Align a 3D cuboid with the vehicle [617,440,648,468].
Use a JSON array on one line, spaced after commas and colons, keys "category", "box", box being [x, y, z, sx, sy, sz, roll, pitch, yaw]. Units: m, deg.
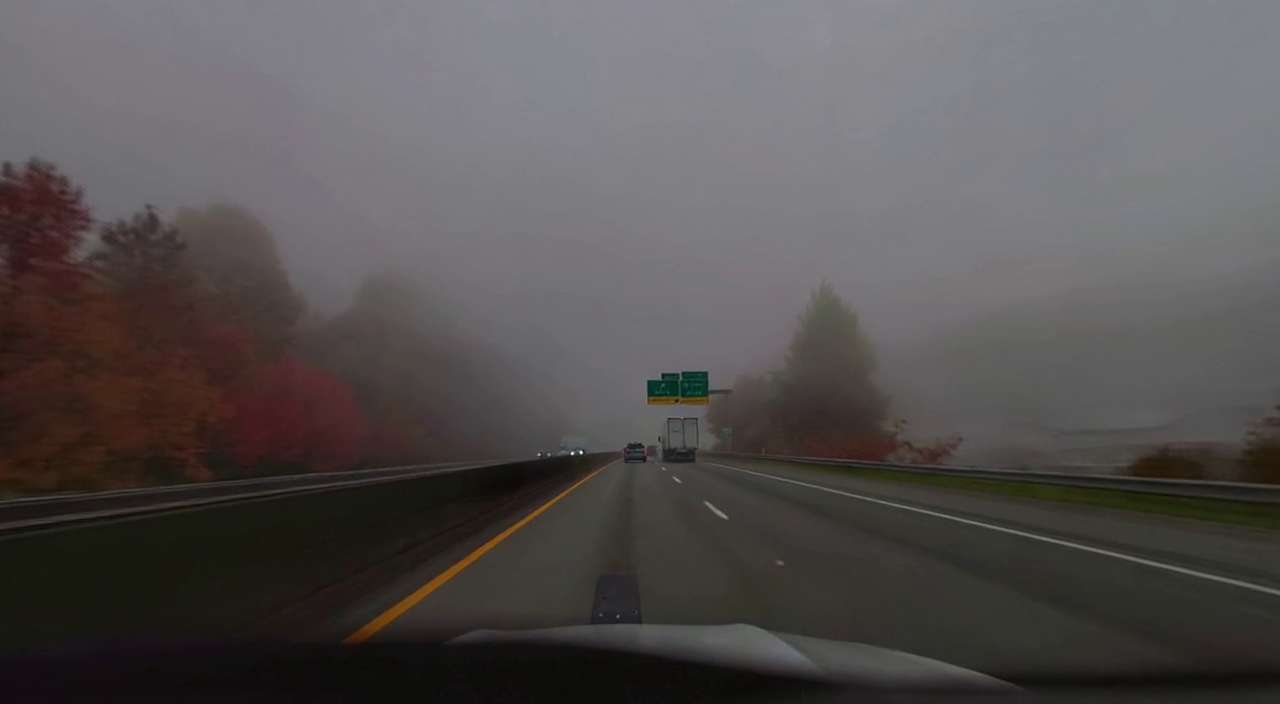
[{"category": "vehicle", "box": [-0.570, 7.442, 45.717, 2.156, 1.886, 4.334, 0, -9, -1]}]
